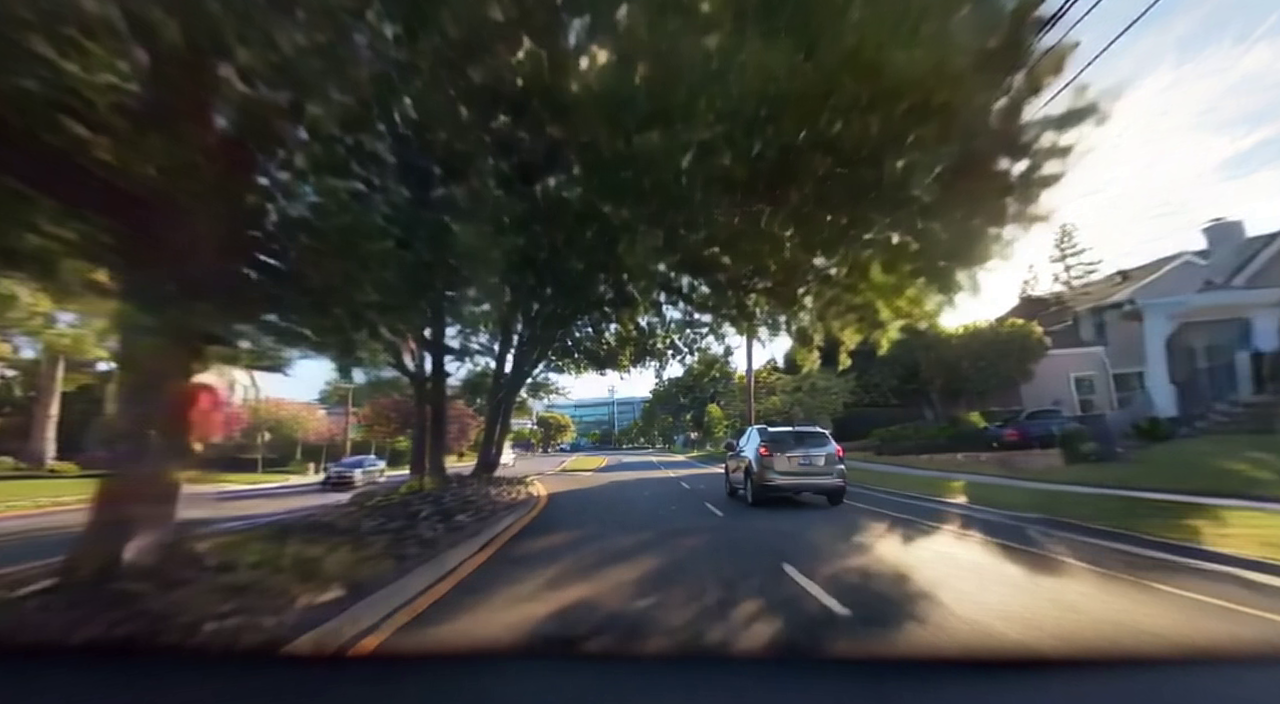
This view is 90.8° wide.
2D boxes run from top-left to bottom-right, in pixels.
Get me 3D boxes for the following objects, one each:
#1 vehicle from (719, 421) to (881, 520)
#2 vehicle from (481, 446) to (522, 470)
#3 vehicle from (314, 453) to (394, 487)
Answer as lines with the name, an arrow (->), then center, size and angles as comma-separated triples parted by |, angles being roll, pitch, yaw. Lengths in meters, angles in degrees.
vehicle -> 3.259, 2.548, 14.076 | 2.193, 1.777, 4.772 | 0, -9, -2
vehicle -> -10.723, 8.246, 49.170 | 2.075, 1.739, 4.864 | 0, -9, 0
vehicle -> -13.947, 5.750, 31.100 | 1.968, 1.533, 4.280 | 0, -9, -1
